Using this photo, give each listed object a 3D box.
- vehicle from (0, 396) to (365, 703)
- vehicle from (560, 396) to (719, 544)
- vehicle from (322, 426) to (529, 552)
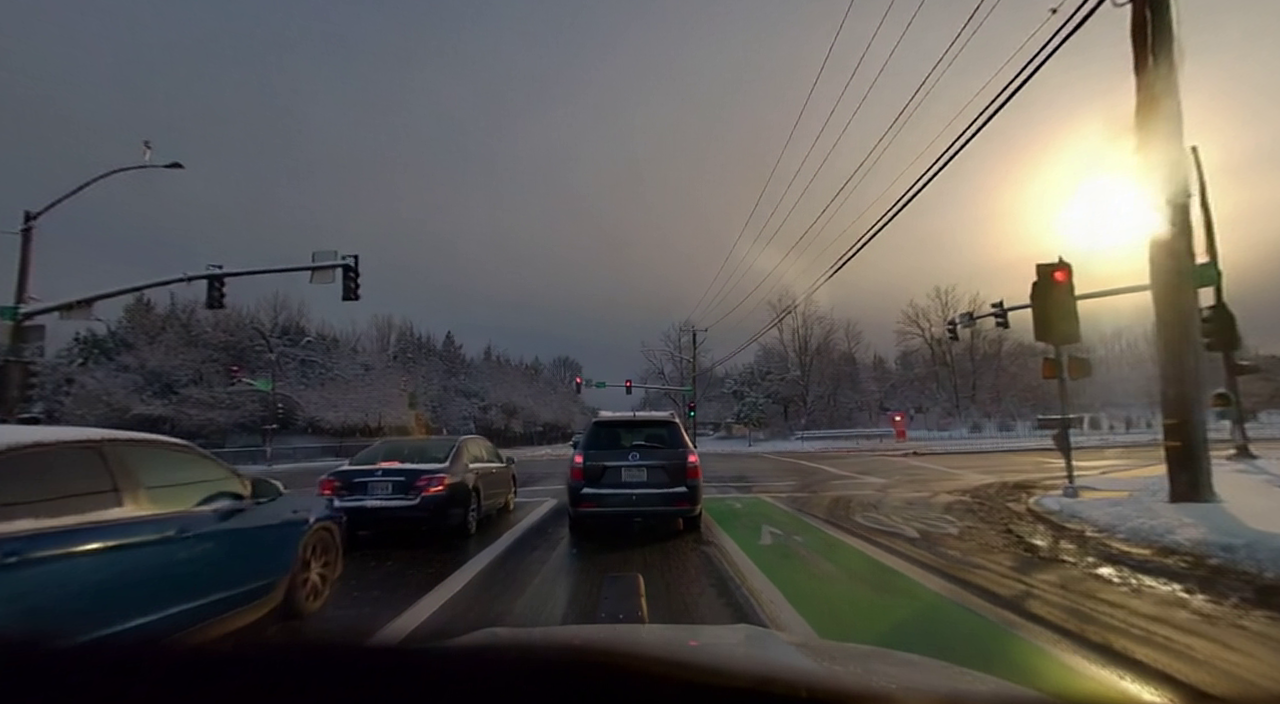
[{"bbox_3d":[-3.484,0.979,2.863,2.138,1.488,5.327,0,-7,-1],"label":"vehicle"},{"bbox_3d":[-0.045,1.934,10.782,2.036,1.885,5.196,0,-9,-1],"label":"vehicle"},{"bbox_3d":[-2.944,1.975,9.642,1.726,1.506,3.840,0,-9,1],"label":"vehicle"}]
